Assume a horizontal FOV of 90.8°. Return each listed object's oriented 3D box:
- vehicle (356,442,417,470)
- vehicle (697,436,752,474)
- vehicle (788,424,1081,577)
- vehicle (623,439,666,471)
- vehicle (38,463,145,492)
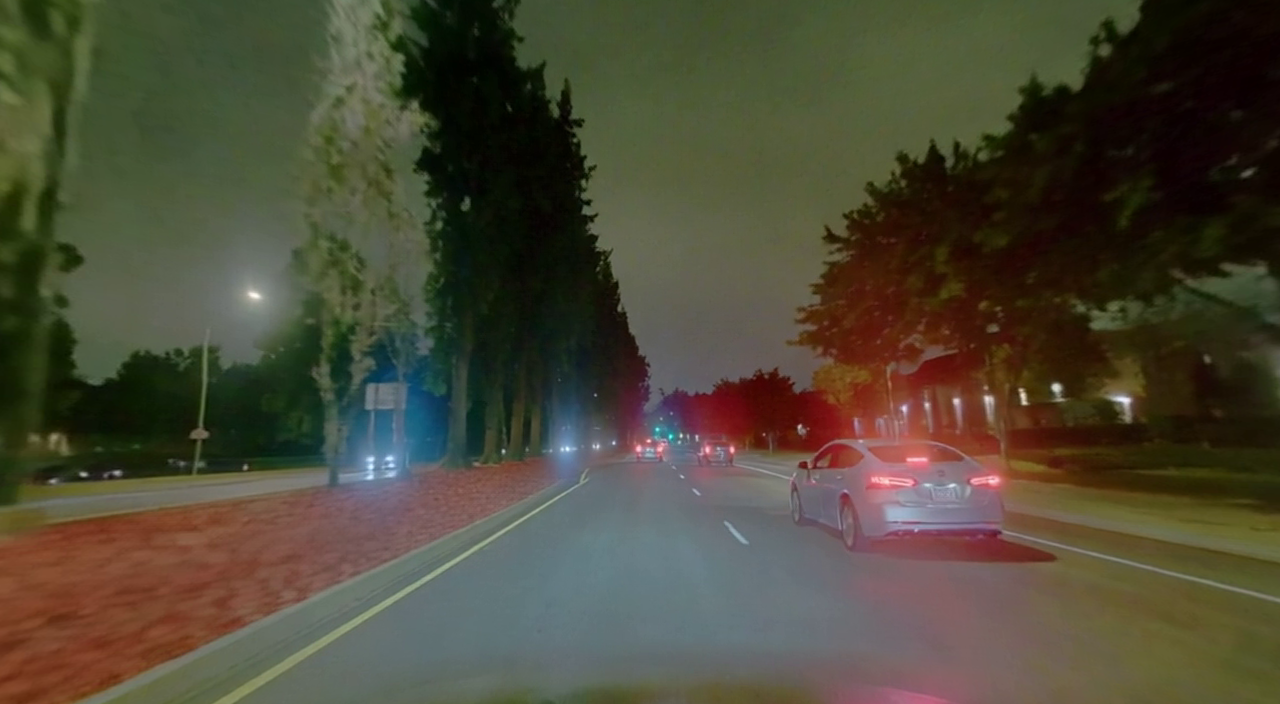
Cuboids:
[{"bbox_3d":[-17.886,7.338,44.868,2.085,1.794,4.776,0,-8,3],"label":"vehicle"},{"bbox_3d":[3.979,4.937,30.487,2.074,1.652,4.340,0,-8,0],"label":"vehicle"},{"bbox_3d":[3.507,1.826,8.596,1.985,1.529,4.147,0,-8,0],"label":"vehicle"},{"bbox_3d":[0.244,5.282,32.601,2.082,1.473,4.028,0,-8,1],"label":"vehicle"},{"bbox_3d":[-31.200,7.120,36.005,4.279,1.464,1.985,0,-8,2],"label":"vehicle"}]
